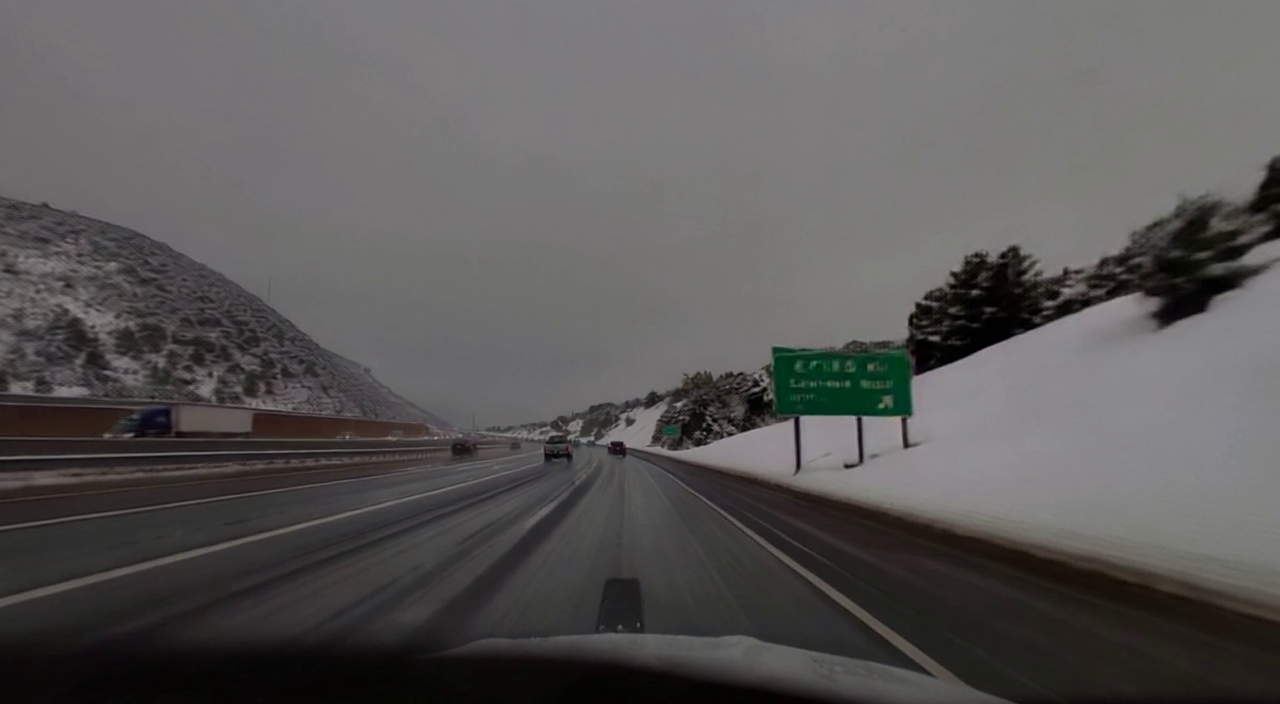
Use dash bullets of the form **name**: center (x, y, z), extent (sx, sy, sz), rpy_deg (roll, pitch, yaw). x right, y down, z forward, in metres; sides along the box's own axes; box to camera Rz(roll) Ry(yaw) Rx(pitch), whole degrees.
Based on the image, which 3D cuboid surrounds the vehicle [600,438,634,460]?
- **vehicle**: center (-1.748, 7.332, 47.636), extent (2.421, 1.594, 4.248), rpy_deg (0, -9, -2)

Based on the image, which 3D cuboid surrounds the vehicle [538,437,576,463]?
- **vehicle**: center (-5.374, 6.419, 41.308), extent (2.060, 1.631, 4.214), rpy_deg (0, -9, -1)

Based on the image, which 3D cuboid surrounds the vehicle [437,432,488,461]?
- **vehicle**: center (-12.445, 6.692, 44.508), extent (2.219, 1.923, 4.985), rpy_deg (0, -9, -1)
